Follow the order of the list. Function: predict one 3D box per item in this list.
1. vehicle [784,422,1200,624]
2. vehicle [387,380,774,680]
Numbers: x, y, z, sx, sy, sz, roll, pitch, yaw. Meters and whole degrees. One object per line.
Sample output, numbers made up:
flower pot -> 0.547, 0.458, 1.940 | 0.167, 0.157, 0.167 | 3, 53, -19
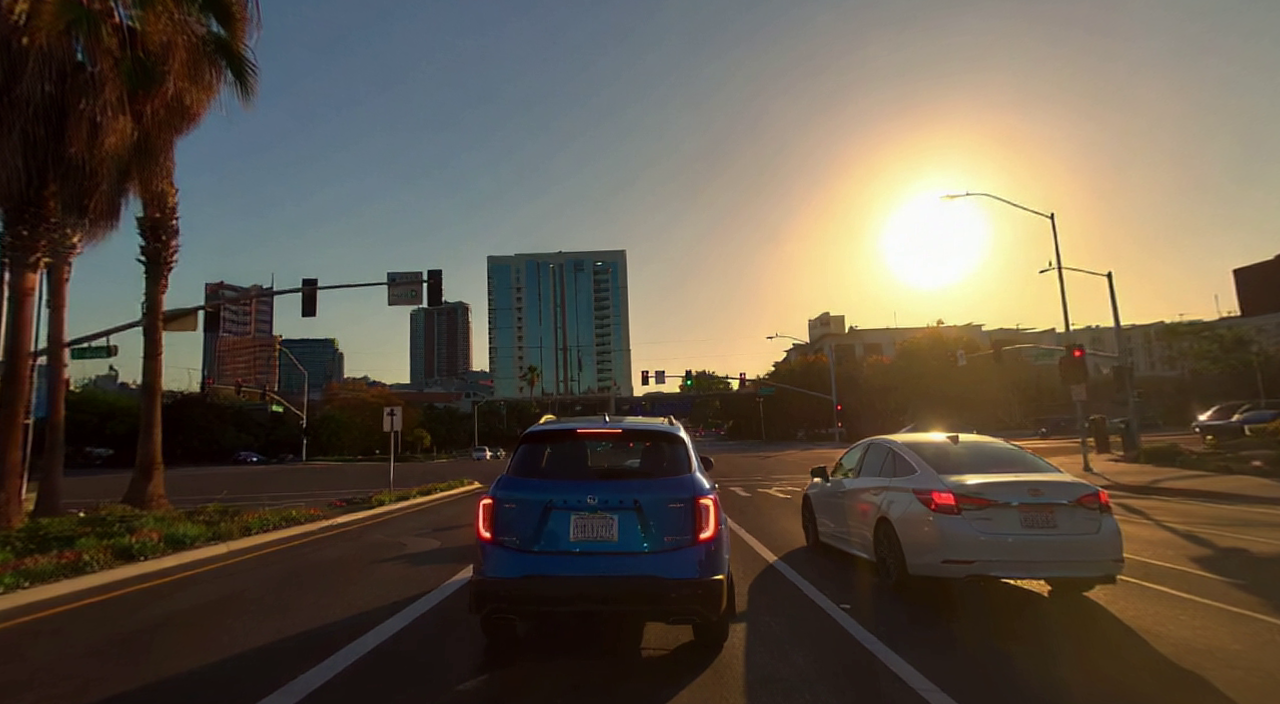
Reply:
vehicle -> 3.118, 1.596, 6.931 | 1.971, 1.473, 4.495 | 0, -8, 0
vehicle -> -0.340, 1.306, 5.656 | 2.172, 1.694, 4.055 | 0, -8, 0
